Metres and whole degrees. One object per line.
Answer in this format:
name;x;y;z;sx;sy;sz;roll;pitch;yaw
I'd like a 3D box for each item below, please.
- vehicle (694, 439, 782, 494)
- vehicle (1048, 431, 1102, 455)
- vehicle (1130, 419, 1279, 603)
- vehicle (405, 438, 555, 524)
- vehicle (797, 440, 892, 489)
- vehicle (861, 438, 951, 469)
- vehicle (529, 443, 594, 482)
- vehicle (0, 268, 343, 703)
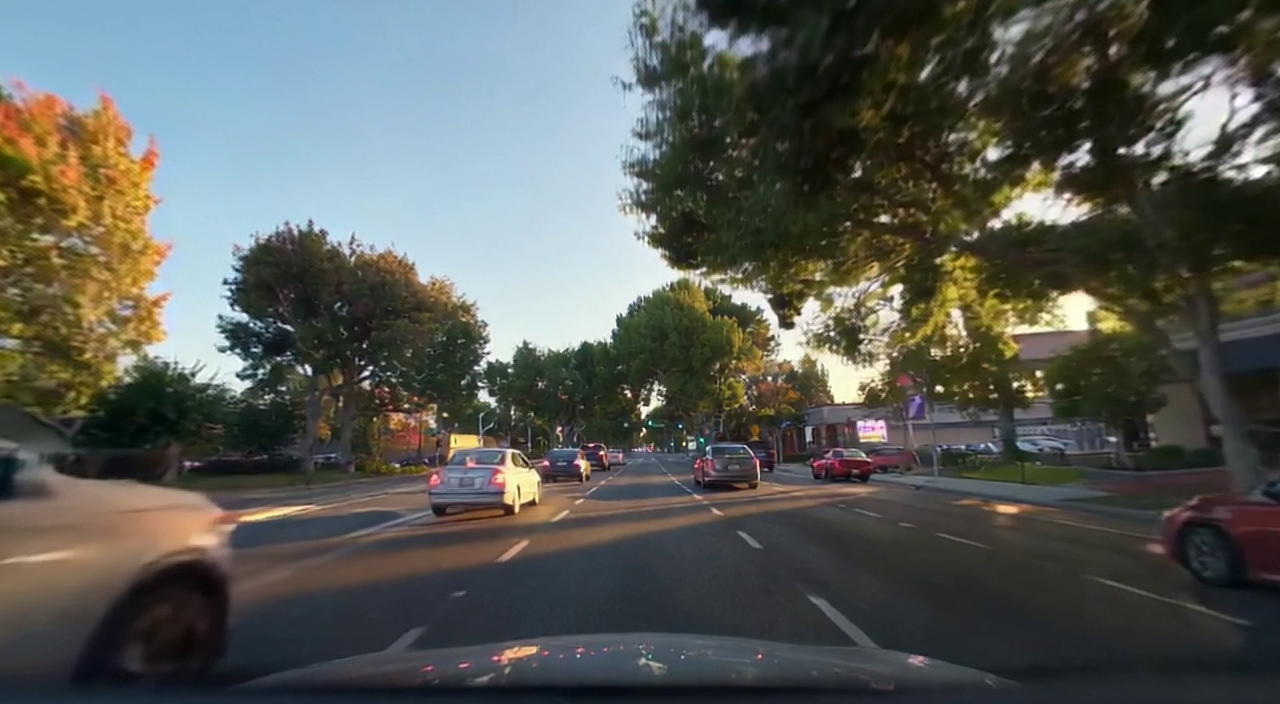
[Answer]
vehicle;2.894;3.496;19.581;2.004;1.512;4.206;0;-9;0
vehicle;29.383;6.128;42.688;1.793;1.478;4.462;-4;-9;20
vehicle;6.337;1.209;4.499;1.881;1.540;4.750;0;-9;1
vehicle;-3.080;2.580;13.195;1.952;1.457;4.372;-1;-9;1
vehicle;7.170;3.978;22.679;2.070;1.547;4.941;-1;-9;4
vehicle;14.940;5.666;35.405;4.337;1.614;2.043;3;-9;-20
vehicle;-3.194;4.633;26.705;2.087;1.494;4.626;-1;-9;1
vehicle;-2.899;0.646;1.621;2.117;1.799;4.442;0;-9;-1
